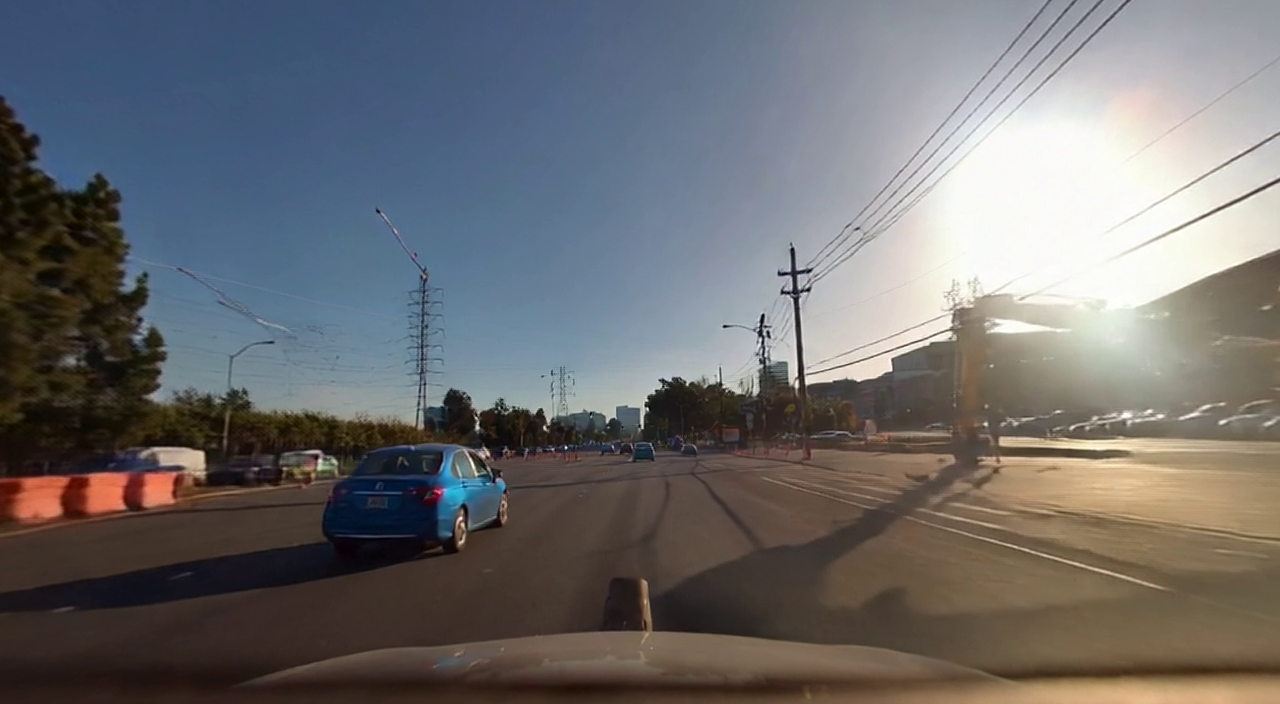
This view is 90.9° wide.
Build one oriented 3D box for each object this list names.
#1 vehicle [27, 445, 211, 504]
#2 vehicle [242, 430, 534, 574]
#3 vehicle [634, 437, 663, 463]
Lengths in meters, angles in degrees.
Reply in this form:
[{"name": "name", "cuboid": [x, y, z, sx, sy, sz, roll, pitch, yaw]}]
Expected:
[{"name": "vehicle", "cuboid": [-17.892, 4.191, 22.120, 2.178, 1.810, 5.012, 0, -9, 0]}, {"name": "vehicle", "cuboid": [-3.046, 1.935, 9.047, 2.087, 1.480, 4.825, 0, -9, 1]}, {"name": "vehicle", "cuboid": [0.580, 7.220, 46.438, 2.060, 1.845, 4.151, 0, -9, 0]}]
